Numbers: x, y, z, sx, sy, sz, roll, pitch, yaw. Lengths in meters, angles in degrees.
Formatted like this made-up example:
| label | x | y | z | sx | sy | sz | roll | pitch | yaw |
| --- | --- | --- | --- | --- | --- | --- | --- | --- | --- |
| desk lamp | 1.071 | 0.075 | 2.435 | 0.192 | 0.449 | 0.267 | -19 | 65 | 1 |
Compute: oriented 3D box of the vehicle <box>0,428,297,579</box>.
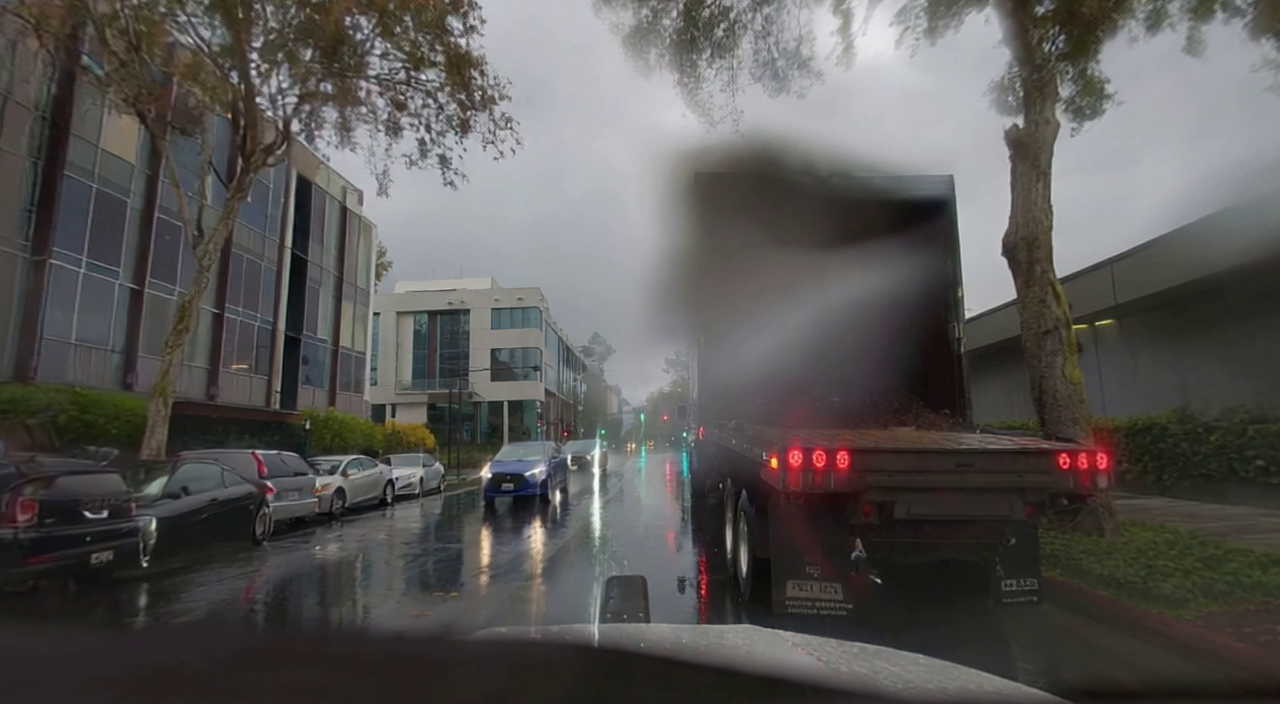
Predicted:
| label | x | y | z | sx | sy | sz | roll | pitch | yaw |
| --- | --- | --- | --- | --- | --- | --- | --- | --- | --- |
| vehicle | -8.153 | 2.087 | 9.234 | 5.022 | 1.872 | 2.137 | 7 | -11 | -41 |

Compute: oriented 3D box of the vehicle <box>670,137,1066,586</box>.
| label | x | y | z | sx | sy | sz | roll | pitch | yaw |
| --- | --- | --- | --- | --- | --- | --- | --- | --- | --- |
| vehicle | 2.534 | 0.833 | 11.457 | 3.320 | 4.034 | 11.553 | -1 | -8 | 6 |

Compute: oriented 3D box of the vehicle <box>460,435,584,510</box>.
| label | x | y | z | sx | sy | sz | roll | pitch | yaw |
| --- | --- | --- | --- | --- | --- | --- | --- | --- | --- |
| vehicle | -2.658 | 2.832 | 15.337 | 2.183 | 1.563 | 4.257 | 0 | -8 | 0 |
